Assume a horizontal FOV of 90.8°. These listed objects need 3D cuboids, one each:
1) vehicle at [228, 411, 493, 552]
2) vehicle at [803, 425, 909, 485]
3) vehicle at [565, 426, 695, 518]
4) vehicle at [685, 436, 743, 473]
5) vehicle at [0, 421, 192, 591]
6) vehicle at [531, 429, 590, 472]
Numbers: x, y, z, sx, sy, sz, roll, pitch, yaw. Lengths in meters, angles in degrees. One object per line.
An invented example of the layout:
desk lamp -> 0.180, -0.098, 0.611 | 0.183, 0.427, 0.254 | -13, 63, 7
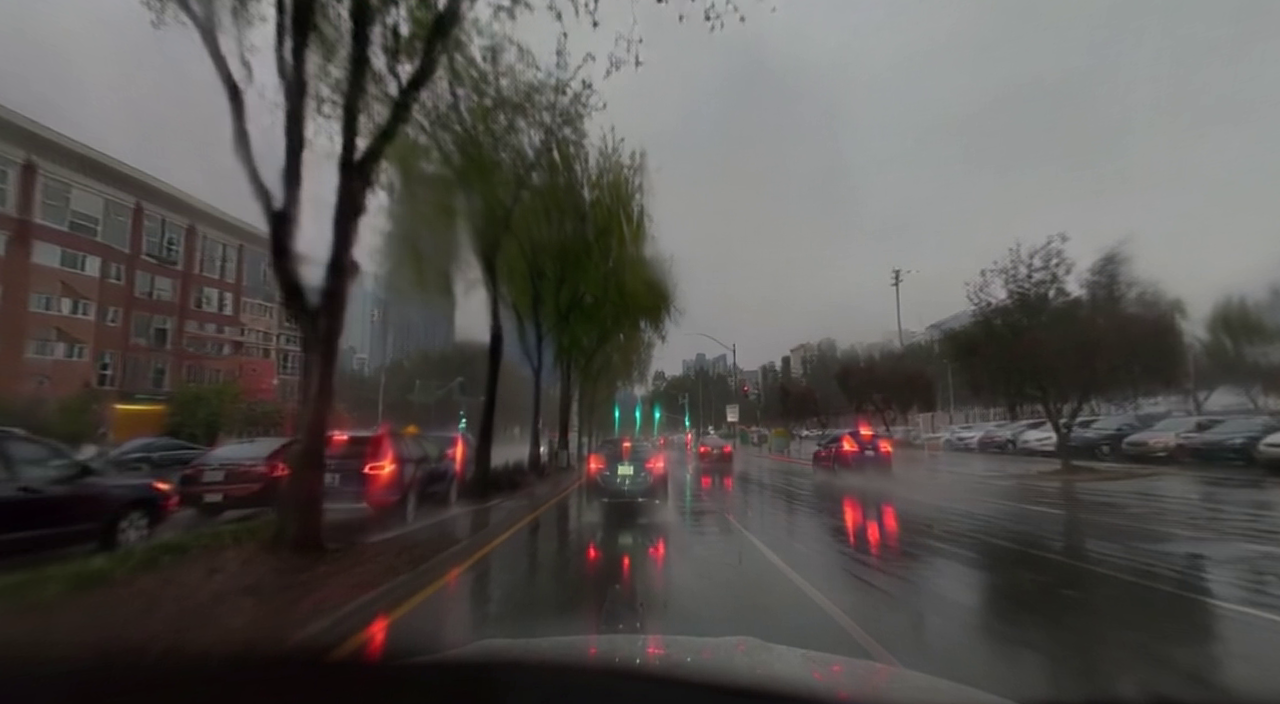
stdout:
vehicle -> -3.779, 1.837, 9.622 | 2.009, 1.619, 4.376 | 0, -9, 0
vehicle -> 6.795, 3.290, 20.379 | 1.889, 1.681, 4.120 | 0, -9, -1
vehicle -> -0.203, 2.314, 12.682 | 2.161, 1.501, 4.184 | 0, -9, -1
vehicle -> 3.157, 4.478, 27.868 | 1.905, 1.473, 4.183 | 0, -9, -2
vehicle -> -6.700, 1.430, 5.929 | 1.835, 1.516, 4.423 | 0, -9, -2
vehicle -> -3.591, 4.583, 29.529 | 2.154, 1.801, 5.015 | 0, -8, -1
